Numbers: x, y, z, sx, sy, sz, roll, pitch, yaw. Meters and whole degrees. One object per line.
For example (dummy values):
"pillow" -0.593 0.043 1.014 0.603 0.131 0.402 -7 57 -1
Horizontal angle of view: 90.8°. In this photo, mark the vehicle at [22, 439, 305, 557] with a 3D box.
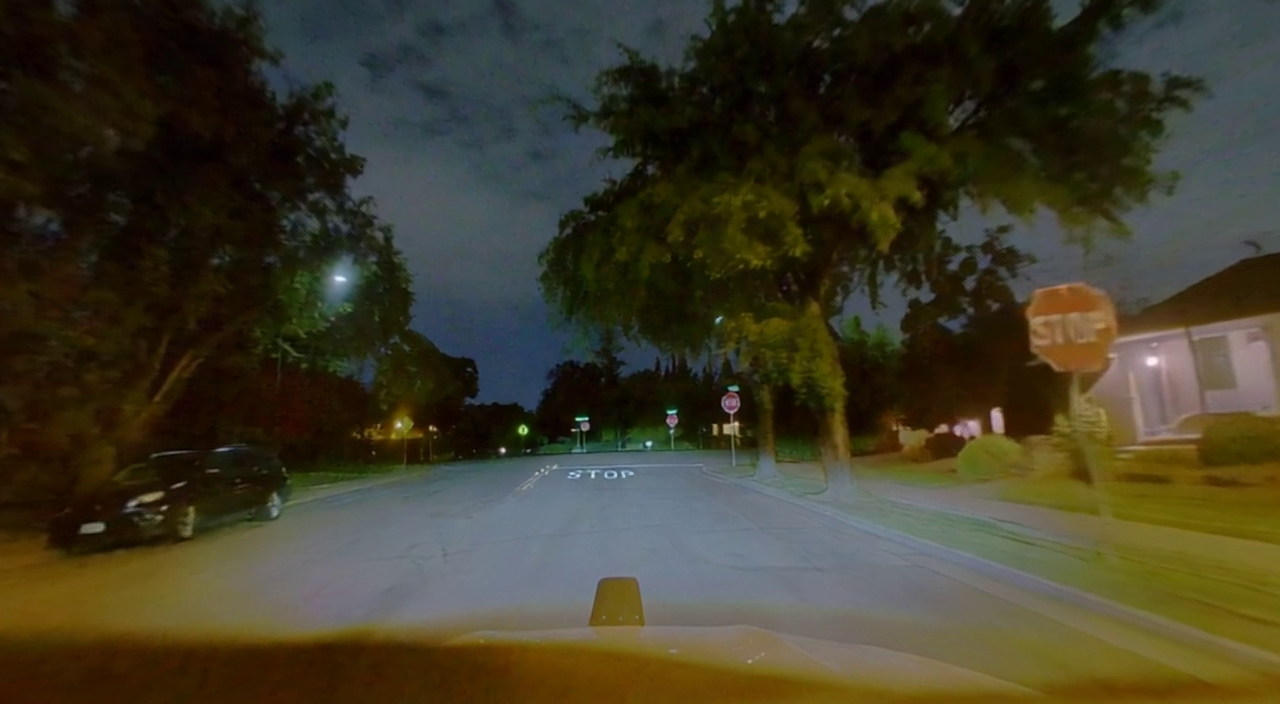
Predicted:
"vehicle" -7.989 2.404 11.282 1.994 1.656 4.334 1 -8 -6
